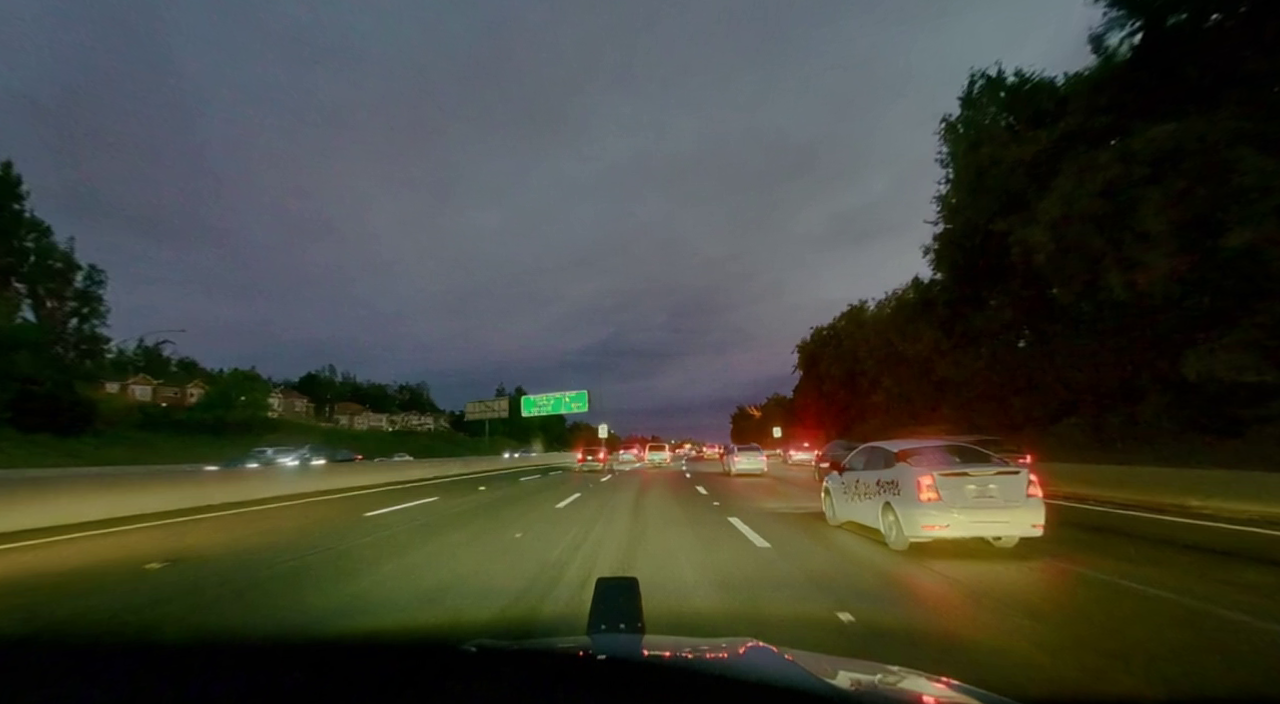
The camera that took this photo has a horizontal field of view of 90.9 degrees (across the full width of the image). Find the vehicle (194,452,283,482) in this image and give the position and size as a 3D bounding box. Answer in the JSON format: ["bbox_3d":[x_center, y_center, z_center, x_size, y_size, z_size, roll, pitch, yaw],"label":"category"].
[{"bbox_3d":[-21.992,6.308,34.747,1.856,1.467,4.336,-1,-8,3],"label":"vehicle"}]

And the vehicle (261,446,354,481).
[{"bbox_3d":[-18.021,6.040,34.518,2.086,1.731,5.031,-1,-8,3],"label":"vehicle"}]

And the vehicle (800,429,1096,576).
[{"bbox_3d":[3.765,1.885,8.772,1.912,1.509,4.291,0,-8,0],"label":"vehicle"}]

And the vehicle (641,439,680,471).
[{"bbox_3d":[1.250,6.147,37.897,2.183,1.764,4.134,-1,-8,3],"label":"vehicle"}]

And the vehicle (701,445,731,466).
[{"bbox_3d":[5.726,7.795,47.667,2.078,1.456,3.926,-1,-8,5],"label":"vehicle"}]

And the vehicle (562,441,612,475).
[{"bbox_3d":[-2.836,5.821,34.929,2.070,1.740,4.678,-1,-8,4],"label":"vehicle"}]

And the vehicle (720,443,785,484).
[{"bbox_3d":[4.325,4.331,24.833,1.854,1.438,3.954,0,-8,0],"label":"vehicle"}]
